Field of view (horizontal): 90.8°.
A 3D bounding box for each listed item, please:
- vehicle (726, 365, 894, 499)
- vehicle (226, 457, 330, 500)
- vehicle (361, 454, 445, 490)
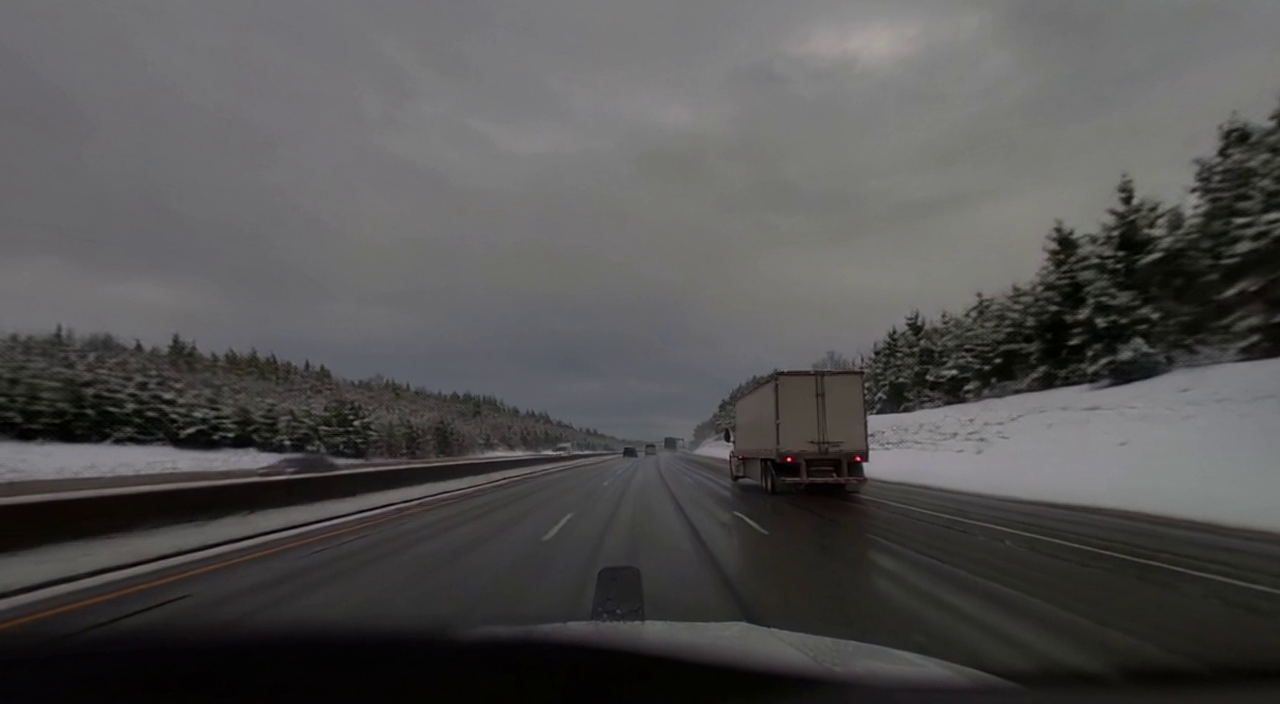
[{"bbox_3d":[4.745,2.594,19.708,2.771,3.313,8.121,0,-9,-1],"label":"vehicle"},{"bbox_3d":[-14.358,5.009,25.304,1.841,1.561,3.800,0,-9,1],"label":"vehicle"},{"bbox_3d":[-10.805,5.478,29.147,2.192,1.516,4.296,0,-9,0],"label":"vehicle"}]
